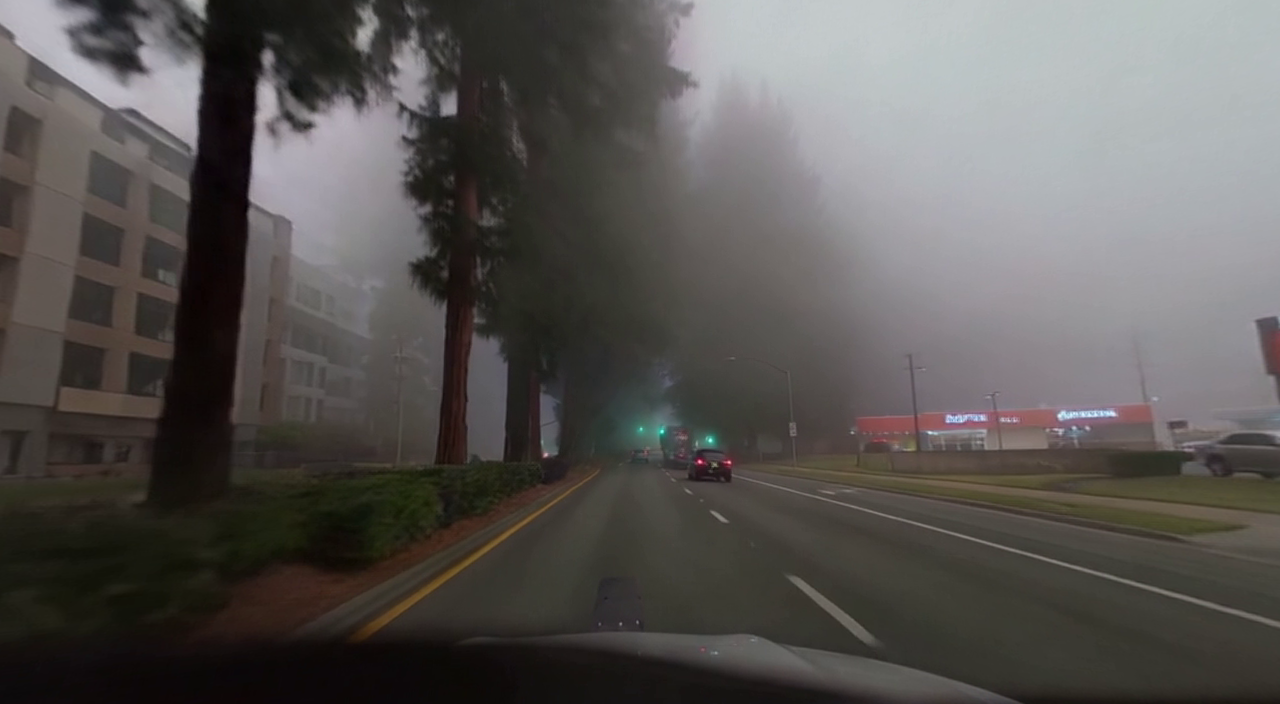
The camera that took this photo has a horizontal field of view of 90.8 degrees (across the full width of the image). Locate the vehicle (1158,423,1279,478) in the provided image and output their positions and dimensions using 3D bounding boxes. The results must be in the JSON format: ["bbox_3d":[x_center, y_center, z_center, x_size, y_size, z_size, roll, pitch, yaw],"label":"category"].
[{"bbox_3d":[20.646,3.350,21.521,4.210,1.727,2.227,2,-7,-8],"label":"vehicle"}]

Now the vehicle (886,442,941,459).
[{"bbox_3d":[19.232,6.925,44.503,3.242,1.165,1.363,1,-7,-5],"label":"vehicle"}]

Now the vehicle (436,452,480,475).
[{"bbox_3d":[-13.962,8.577,48.704,1.988,1.527,4.359,0,-7,2],"label":"vehicle"}]

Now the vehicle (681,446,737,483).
[{"bbox_3d":[3.164,5.223,29.770,2.041,1.531,4.236,1,-8,-1],"label":"vehicle"}]
